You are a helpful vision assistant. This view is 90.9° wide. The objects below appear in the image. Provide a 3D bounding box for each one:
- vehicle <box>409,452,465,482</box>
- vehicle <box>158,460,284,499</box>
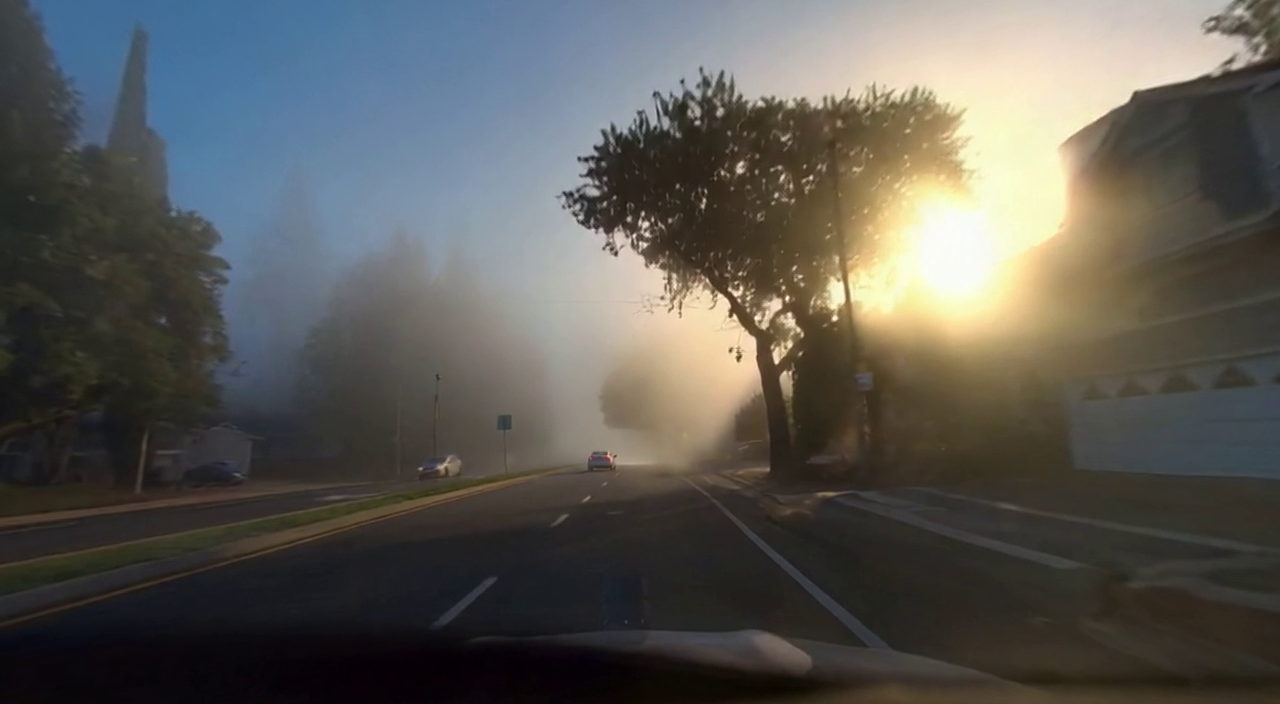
[{"bbox_3d":[-13.056,7.411,40.843,2.005,1.739,4.563,0,-9,2],"label":"vehicle"},{"bbox_3d":[-19.522,5.946,29.507,4.553,1.681,1.931,-1,-9,4],"label":"vehicle"}]
